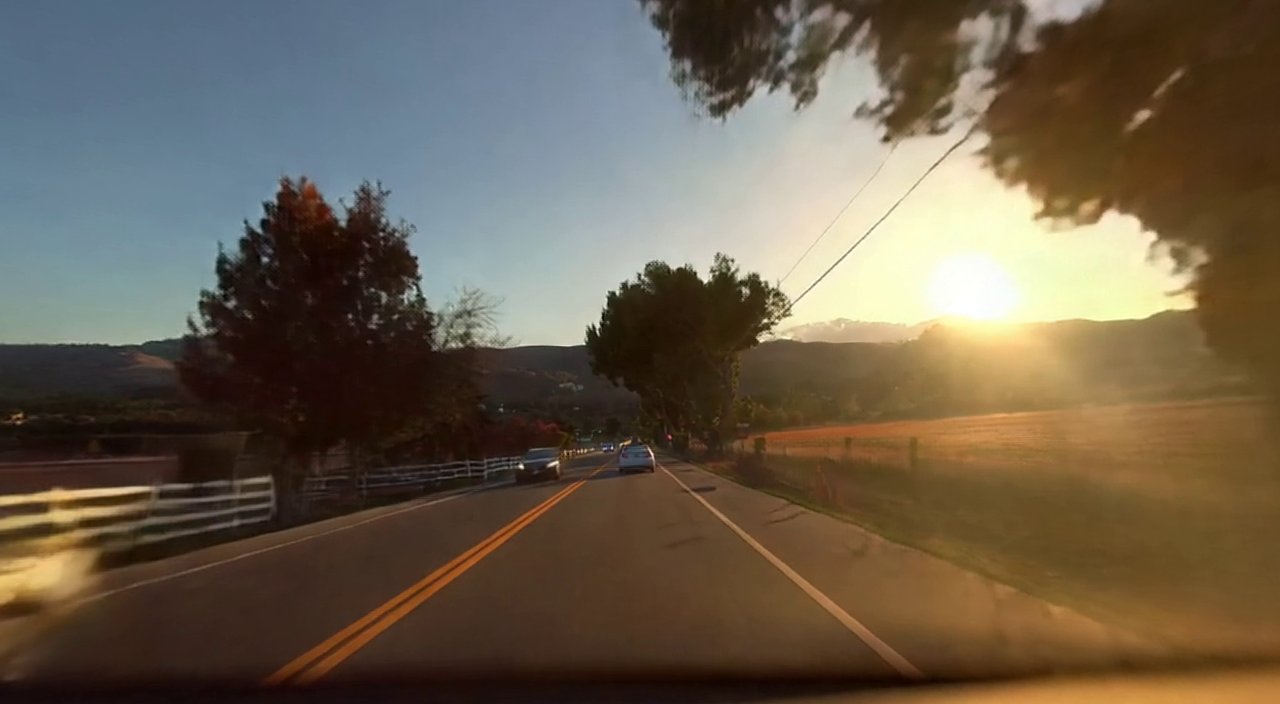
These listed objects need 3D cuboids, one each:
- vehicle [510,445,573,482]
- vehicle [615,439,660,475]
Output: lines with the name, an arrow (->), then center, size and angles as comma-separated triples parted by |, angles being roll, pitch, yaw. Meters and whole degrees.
vehicle -> -4.474, 5.121, 29.407 | 2.107, 1.534, 4.752 | 0, -8, 0
vehicle -> -0.134, 5.231, 31.782 | 2.158, 1.669, 4.006 | 0, -8, 0
